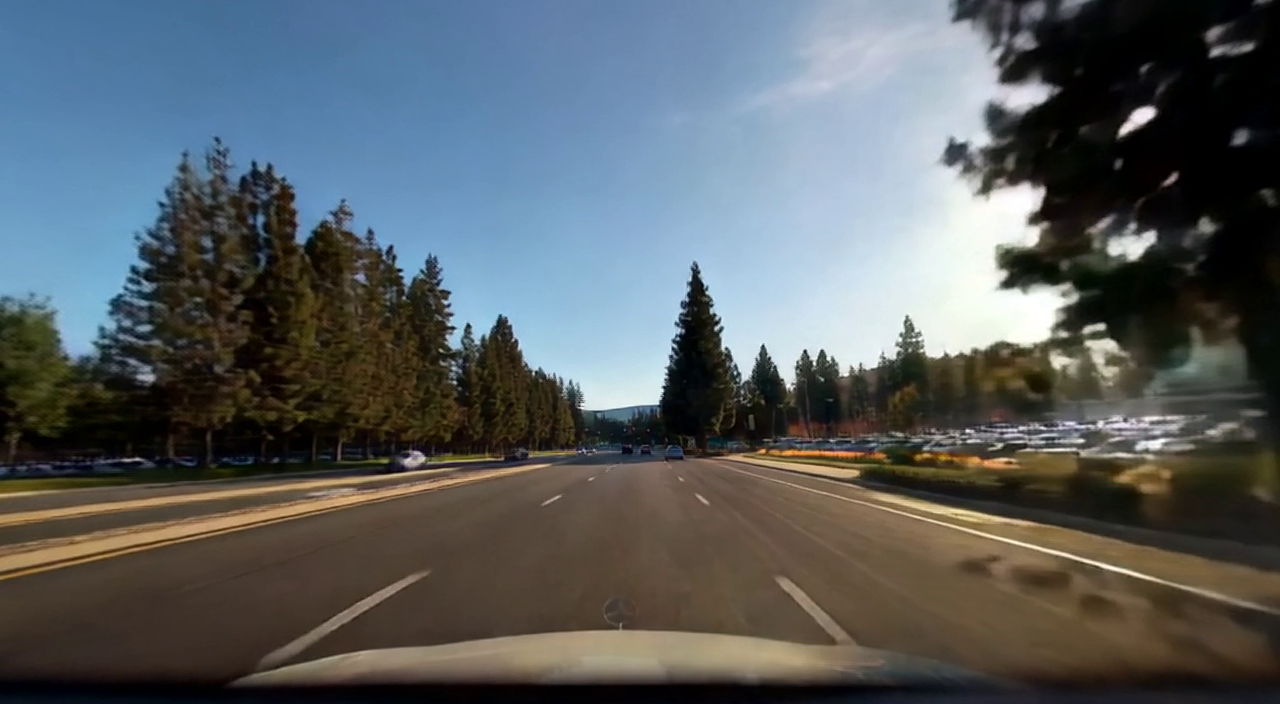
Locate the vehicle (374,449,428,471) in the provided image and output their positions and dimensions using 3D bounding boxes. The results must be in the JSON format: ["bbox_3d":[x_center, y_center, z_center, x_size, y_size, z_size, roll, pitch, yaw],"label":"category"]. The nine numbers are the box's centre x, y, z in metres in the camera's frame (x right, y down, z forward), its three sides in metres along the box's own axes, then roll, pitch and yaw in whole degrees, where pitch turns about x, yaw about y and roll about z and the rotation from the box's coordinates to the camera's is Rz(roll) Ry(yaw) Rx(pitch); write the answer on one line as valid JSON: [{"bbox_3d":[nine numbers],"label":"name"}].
[{"bbox_3d":[-17.141,7.752,45.565,1.907,1.483,4.643,0,-8,2],"label":"vehicle"}]
